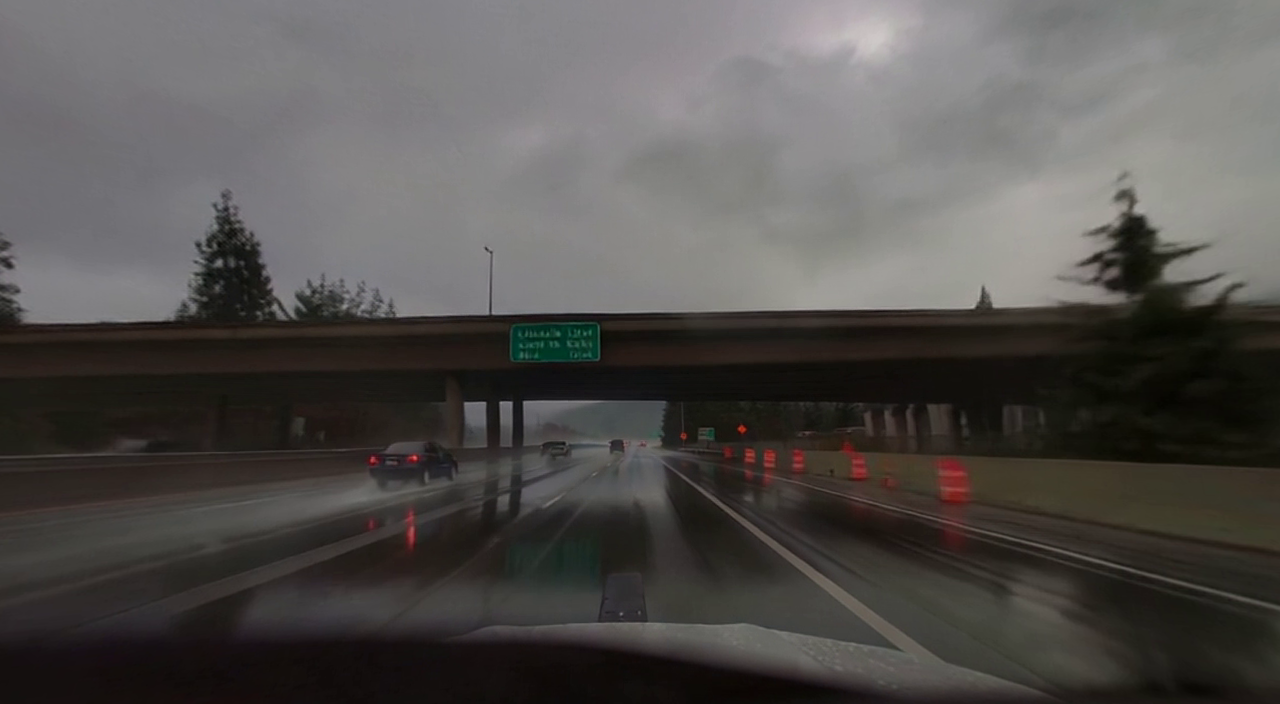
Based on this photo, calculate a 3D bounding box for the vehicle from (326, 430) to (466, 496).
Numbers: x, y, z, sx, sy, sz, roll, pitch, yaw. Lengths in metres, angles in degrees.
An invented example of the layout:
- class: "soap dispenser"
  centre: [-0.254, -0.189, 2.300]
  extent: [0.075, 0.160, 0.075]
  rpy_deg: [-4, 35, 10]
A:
- class: "vehicle"
  centre: [-7.107, 3.286, 19.117]
  extent: [2.169, 1.701, 5.113]
  rpy_deg: [0, -8, 0]
